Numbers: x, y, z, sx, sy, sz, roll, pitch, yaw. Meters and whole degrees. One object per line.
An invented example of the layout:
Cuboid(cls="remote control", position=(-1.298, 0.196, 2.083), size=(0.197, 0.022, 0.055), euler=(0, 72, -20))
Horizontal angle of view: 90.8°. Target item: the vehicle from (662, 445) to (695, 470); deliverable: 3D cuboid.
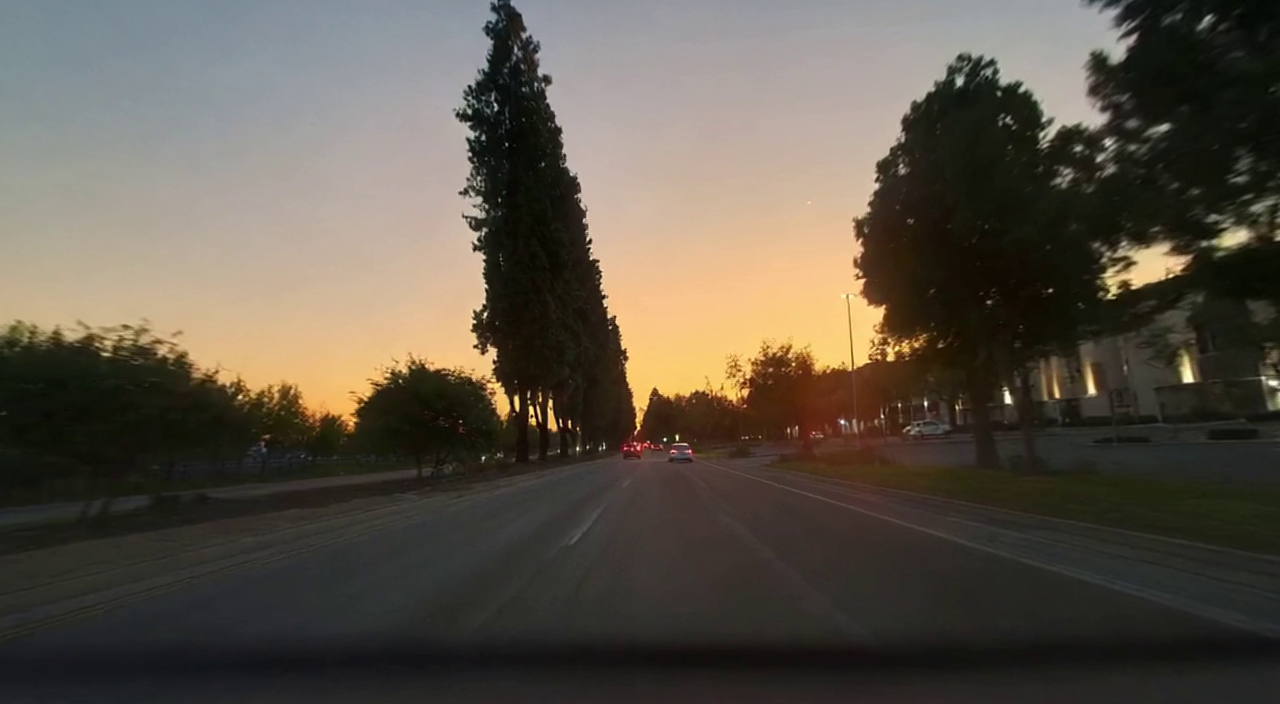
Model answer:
Cuboid(cls="vehicle", position=(2.446, 6.877, 41.469), size=(1.925, 1.488, 4.271), euler=(0, -8, 0))
